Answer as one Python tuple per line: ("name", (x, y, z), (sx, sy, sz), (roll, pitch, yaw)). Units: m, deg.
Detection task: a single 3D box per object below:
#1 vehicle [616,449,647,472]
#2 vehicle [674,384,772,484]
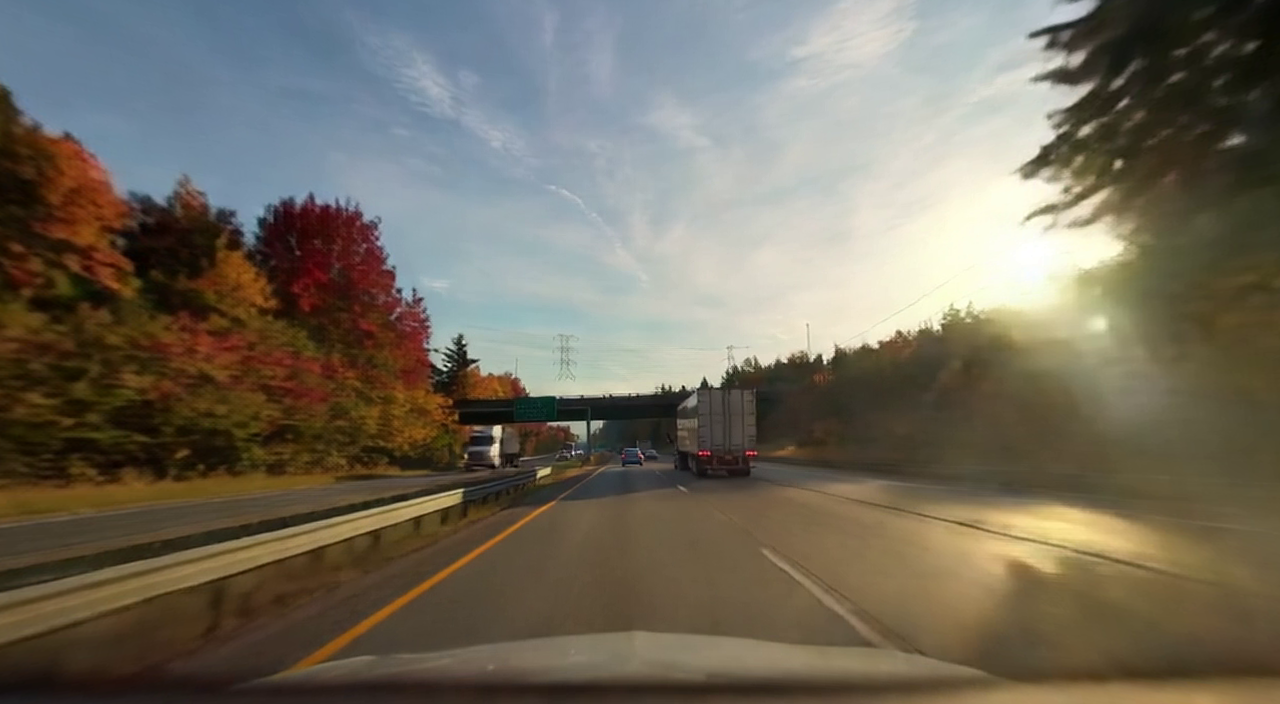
("vehicle", (-0.564, 7.246, 42.178), (1.961, 1.454, 3.755), (0, -9, -1))
("vehicle", (3.930, 4.611, 34.018), (2.956, 4.281, 14.327), (0, -9, -2))
